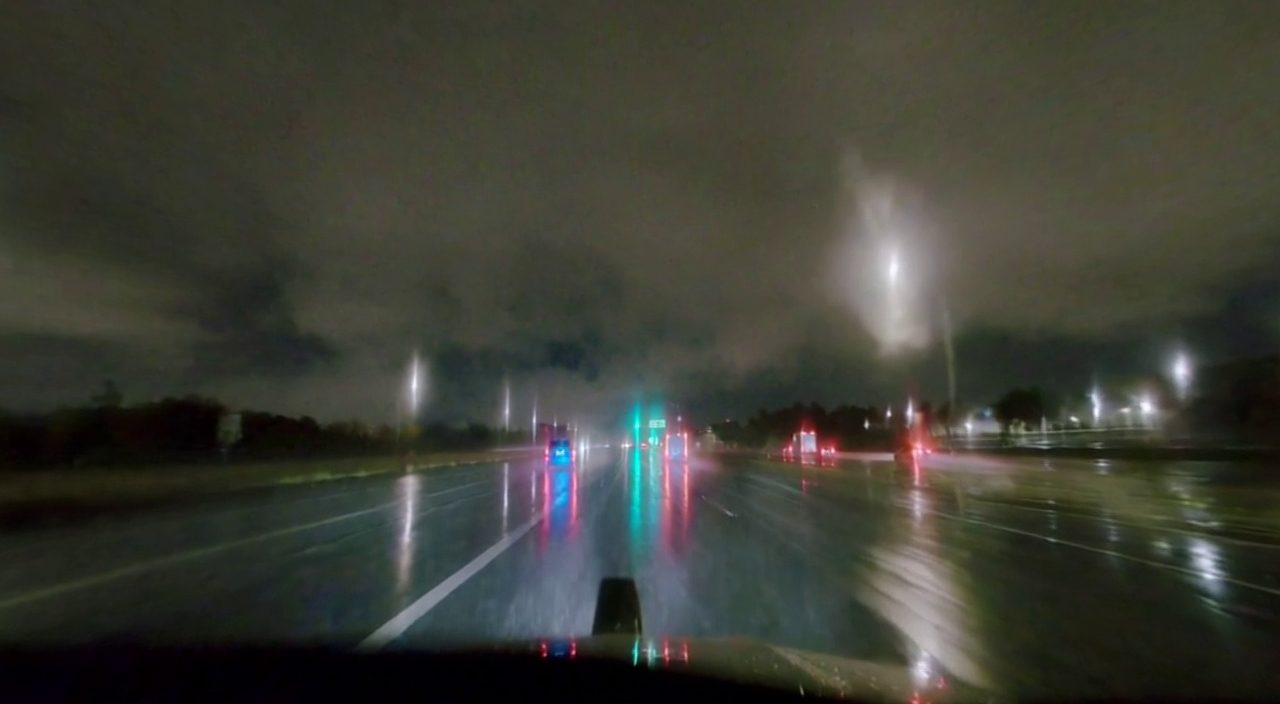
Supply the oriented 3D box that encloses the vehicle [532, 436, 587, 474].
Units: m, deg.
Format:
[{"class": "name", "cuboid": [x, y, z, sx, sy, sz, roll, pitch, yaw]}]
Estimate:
[{"class": "vehicle", "cuboid": [-4.040, 5.288, 32.556, 2.205, 1.773, 5.124, 0, -9, 0]}]
